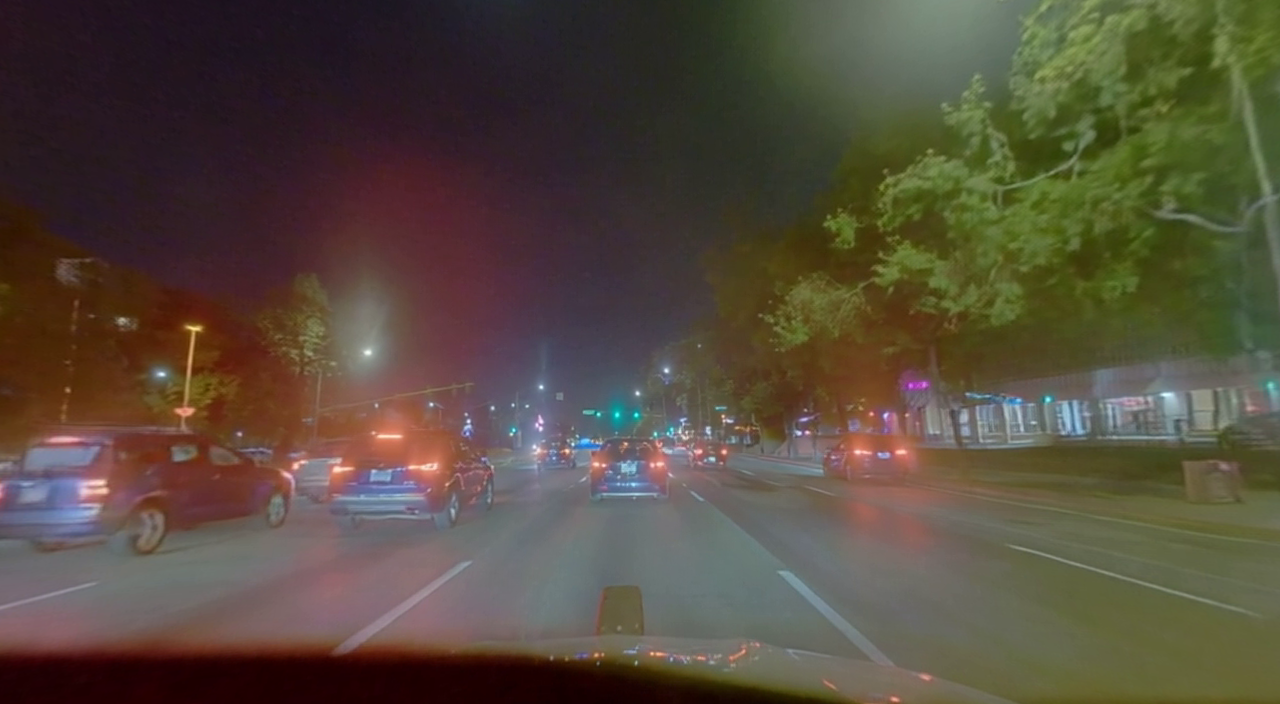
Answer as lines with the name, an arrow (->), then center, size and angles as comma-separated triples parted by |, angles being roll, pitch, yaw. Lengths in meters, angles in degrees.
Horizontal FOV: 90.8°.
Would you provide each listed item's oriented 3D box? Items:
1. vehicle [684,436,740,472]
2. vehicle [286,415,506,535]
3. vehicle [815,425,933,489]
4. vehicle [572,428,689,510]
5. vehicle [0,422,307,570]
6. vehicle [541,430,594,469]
vehicle -> 3.178, 4.605, 28.678 | 1.905, 1.473, 4.183 | 0, -9, -2
vehicle -> -3.798, 2.009, 10.865 | 2.009, 1.619, 4.376 | 0, -9, 0
vehicle -> 6.783, 3.094, 18.858 | 1.889, 1.681, 4.120 | 0, -9, 0
vehicle -> -0.211, 2.493, 13.919 | 2.161, 1.501, 4.184 | 0, -9, -1
vehicle -> -6.721, 1.833, 8.817 | 1.835, 1.516, 4.423 | 0, -9, -2
vehicle -> -3.596, 4.957, 32.175 | 2.154, 1.801, 5.015 | 0, -9, -1
